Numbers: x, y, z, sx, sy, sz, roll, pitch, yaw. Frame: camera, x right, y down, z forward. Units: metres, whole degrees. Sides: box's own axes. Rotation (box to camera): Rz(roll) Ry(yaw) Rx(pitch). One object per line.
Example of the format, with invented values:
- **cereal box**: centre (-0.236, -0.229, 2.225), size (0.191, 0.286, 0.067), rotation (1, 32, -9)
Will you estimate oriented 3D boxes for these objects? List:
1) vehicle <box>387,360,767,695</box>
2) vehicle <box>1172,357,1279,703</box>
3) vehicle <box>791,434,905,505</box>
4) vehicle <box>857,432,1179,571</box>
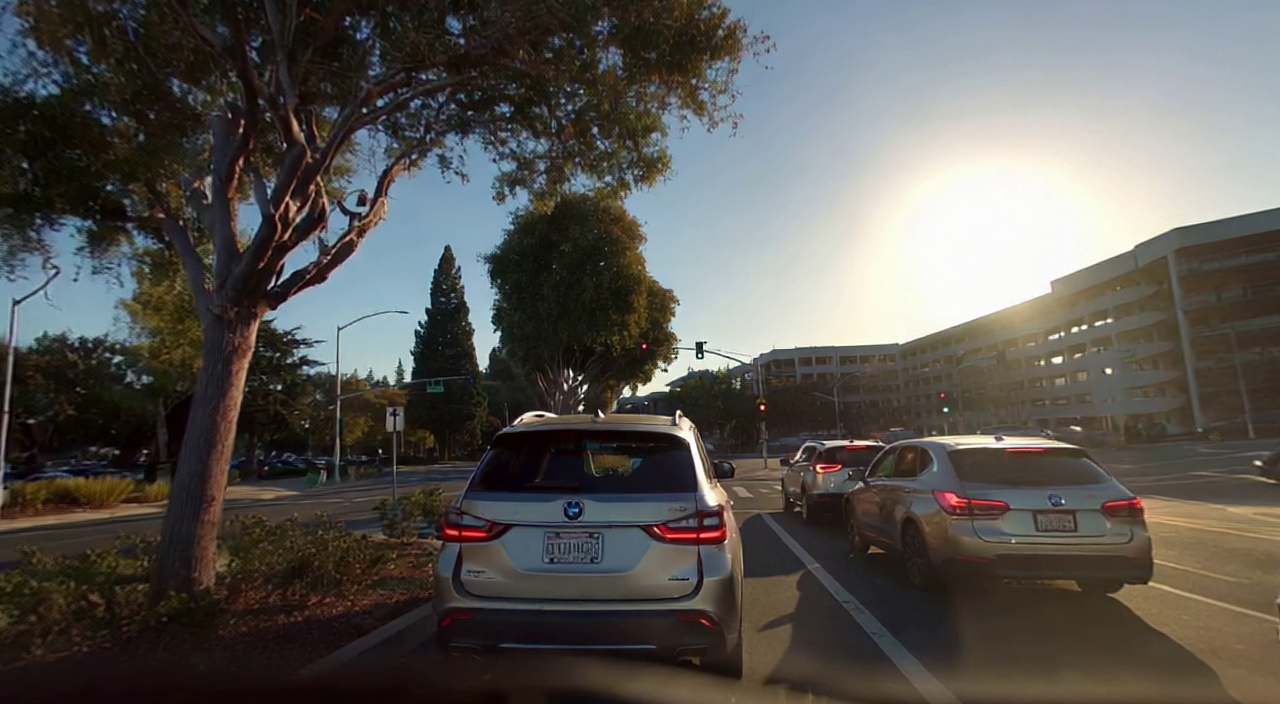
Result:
- **vehicle**: centre (-0.210, 1.235, 5.565), size (2.021, 1.742, 4.295), rotation (-1, -8, 4)
- **vehicle**: centre (4.066, 0.602, 1.107), size (1.993, 1.719, 4.953), rotation (0, -8, 1)
- **vehicle**: centre (5.327, 3.038, 16.736), size (1.994, 1.638, 4.100), rotation (-1, -9, 6)
- **vehicle**: centre (4.900, 1.967, 9.183), size (1.963, 1.480, 4.553), rotation (0, -8, 2)
